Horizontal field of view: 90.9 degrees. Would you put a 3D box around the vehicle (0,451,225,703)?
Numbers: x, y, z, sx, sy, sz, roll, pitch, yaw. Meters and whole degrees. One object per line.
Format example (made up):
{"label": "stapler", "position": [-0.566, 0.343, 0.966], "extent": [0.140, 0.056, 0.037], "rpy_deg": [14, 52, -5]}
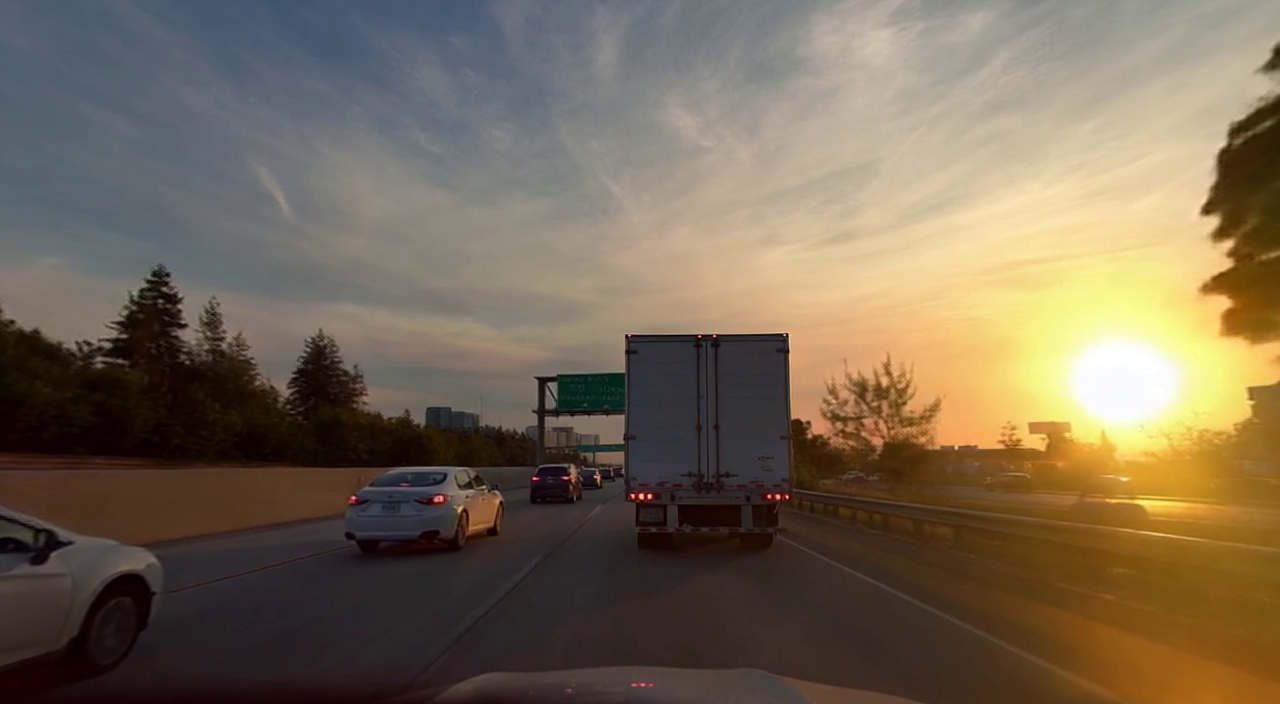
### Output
{"label": "vehicle", "position": [-4.232, 1.066, 2.480], "extent": [2.043, 1.391, 4.515], "rpy_deg": [0, -11, 1]}

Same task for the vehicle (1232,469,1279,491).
{"label": "vehicle", "position": [49.265, 10.024, 49.329], "extent": [4.681, 1.572, 1.862], "rpy_deg": [3, -11, -15]}

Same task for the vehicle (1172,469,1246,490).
{"label": "vehicle", "position": [43.210, 9.708, 47.879], "extent": [3.974, 1.485, 1.709], "rpy_deg": [1, -11, -4]}

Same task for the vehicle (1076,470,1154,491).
{"label": "vehicle", "position": [36.004, 9.734, 47.850], "extent": [4.299, 1.465, 1.807], "rpy_deg": [-1, -11, 7]}

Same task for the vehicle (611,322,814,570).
{"label": "vehicle", "position": [1.121, 2.086, 13.399], "extent": [2.831, 3.529, 8.689], "rpy_deg": [0, -11, 1]}

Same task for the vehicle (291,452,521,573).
{"label": "vehicle", "position": [-3.491, 2.524, 10.574], "extent": [1.983, 1.509, 4.679], "rpy_deg": [0, -11, 1]}

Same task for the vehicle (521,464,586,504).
{"label": "vehicle", "position": [-3.521, 5.482, 26.344], "extent": [1.964, 1.482, 4.371], "rpy_deg": [0, -11, 2]}

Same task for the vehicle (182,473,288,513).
{"label": "vehicle", "position": [-17.420, 6.064, 27.372], "extent": [1.844, 1.500, 3.914], "rpy_deg": [0, -11, 2]}
